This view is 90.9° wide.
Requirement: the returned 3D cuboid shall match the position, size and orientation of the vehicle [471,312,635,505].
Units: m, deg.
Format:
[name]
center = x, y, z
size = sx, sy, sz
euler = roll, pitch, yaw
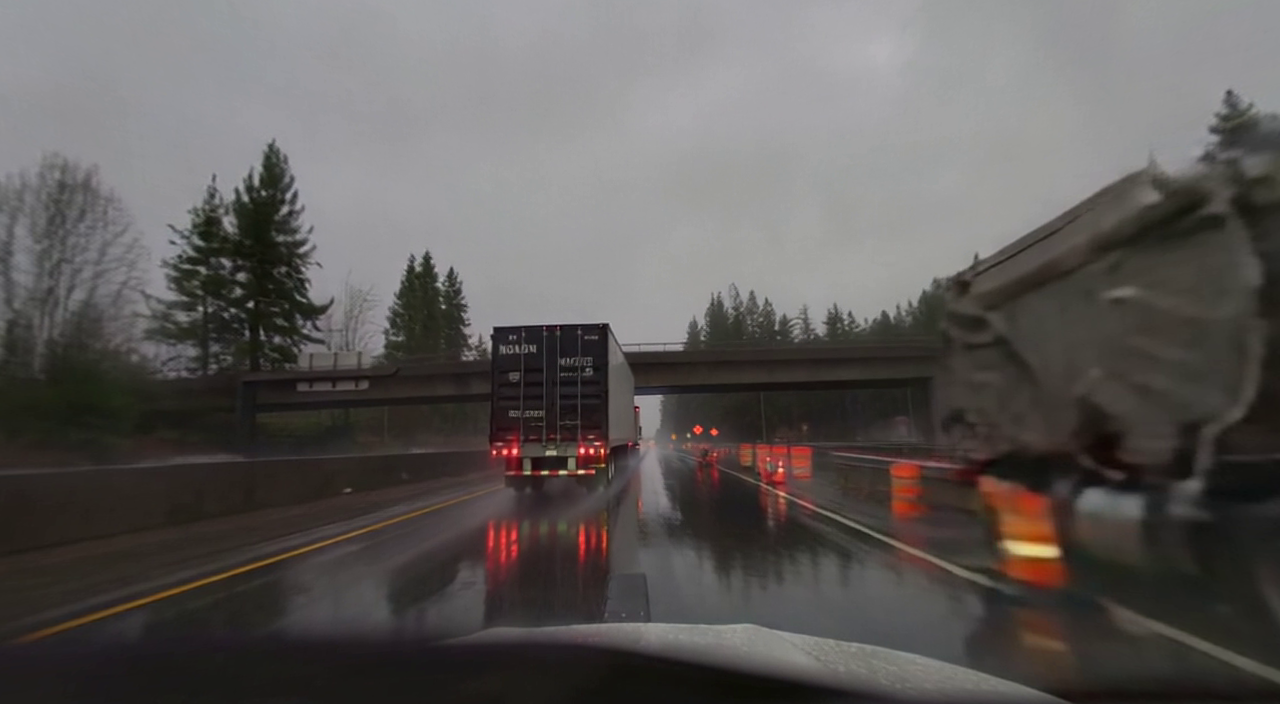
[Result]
[vehicle]
center = -1.890, 2.334, 21.432
size = 2.873, 4.060, 16.327
euler = 0, -8, 1
